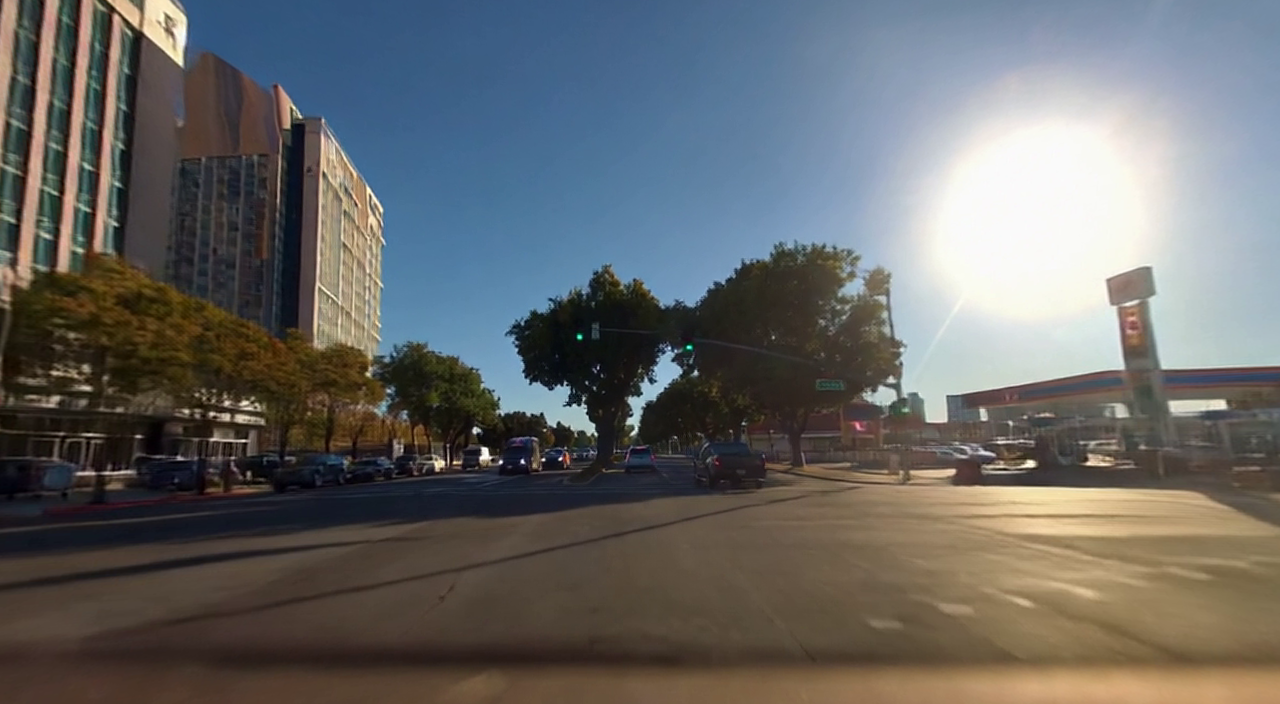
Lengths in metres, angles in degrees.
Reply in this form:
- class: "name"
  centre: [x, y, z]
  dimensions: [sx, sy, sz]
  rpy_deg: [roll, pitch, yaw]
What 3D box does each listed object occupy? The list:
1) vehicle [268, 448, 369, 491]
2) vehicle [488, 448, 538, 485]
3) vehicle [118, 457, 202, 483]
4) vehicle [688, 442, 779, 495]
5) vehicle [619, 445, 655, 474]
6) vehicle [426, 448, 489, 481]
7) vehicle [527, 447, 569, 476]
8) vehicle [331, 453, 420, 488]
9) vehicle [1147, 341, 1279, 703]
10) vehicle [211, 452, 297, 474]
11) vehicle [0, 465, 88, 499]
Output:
- class: "vehicle"
  centre: [-15.927, 5.794, 31.736]
  dimensions: [2.191, 1.926, 5.787]
  rpy_deg: [0, -9, -2]
- class: "vehicle"
  centre: [-5.691, 5.141, 28.770]
  dimensions: [1.972, 1.466, 4.493]
  rpy_deg: [2, -8, -8]
- class: "vehicle"
  centre: [-28.622, 7.017, 37.737]
  dimensions: [3.640, 1.462, 1.660]
  rpy_deg: [-1, -9, 1]
- class: "vehicle"
  centre: [2.860, 3.695, 20.427]
  dimensions: [2.061, 1.487, 4.462]
  rpy_deg: [0, -9, -2]
- class: "vehicle"
  centre: [-0.238, 6.424, 37.944]
  dimensions: [2.029, 1.605, 3.827]
  rpy_deg: [0, -9, -2]
- class: "vehicle"
  centre: [-9.274, 5.764, 32.535]
  dimensions: [2.165, 1.557, 4.515]
  rpy_deg: [0, -9, -4]
- class: "vehicle"
  centre: [-5.429, 6.497, 37.770]
  dimensions: [1.953, 1.526, 4.349]
  rpy_deg: [0, -8, -2]
- class: "vehicle"
  centre: [-12.691, 5.704, 30.767]
  dimensions: [2.186, 1.532, 5.087]
  rpy_deg: [0, -9, -1]
- class: "vehicle"
  centre: [3.458, 0.491, 0.375]
  dimensions: [2.117, 1.689, 5.113]
  rpy_deg: [0, -9, 1]
- class: "vehicle"
  centre: [-29.706, 8.555, 48.678]
  dimensions: [5.442, 1.645, 1.919]
  rpy_deg: [-1, -9, 4]
- class: "vehicle"
  centre: [-28.788, 5.995, 29.316]
  dimensions: [4.323, 1.445, 2.002]
  rpy_deg: [1, -9, -2]
